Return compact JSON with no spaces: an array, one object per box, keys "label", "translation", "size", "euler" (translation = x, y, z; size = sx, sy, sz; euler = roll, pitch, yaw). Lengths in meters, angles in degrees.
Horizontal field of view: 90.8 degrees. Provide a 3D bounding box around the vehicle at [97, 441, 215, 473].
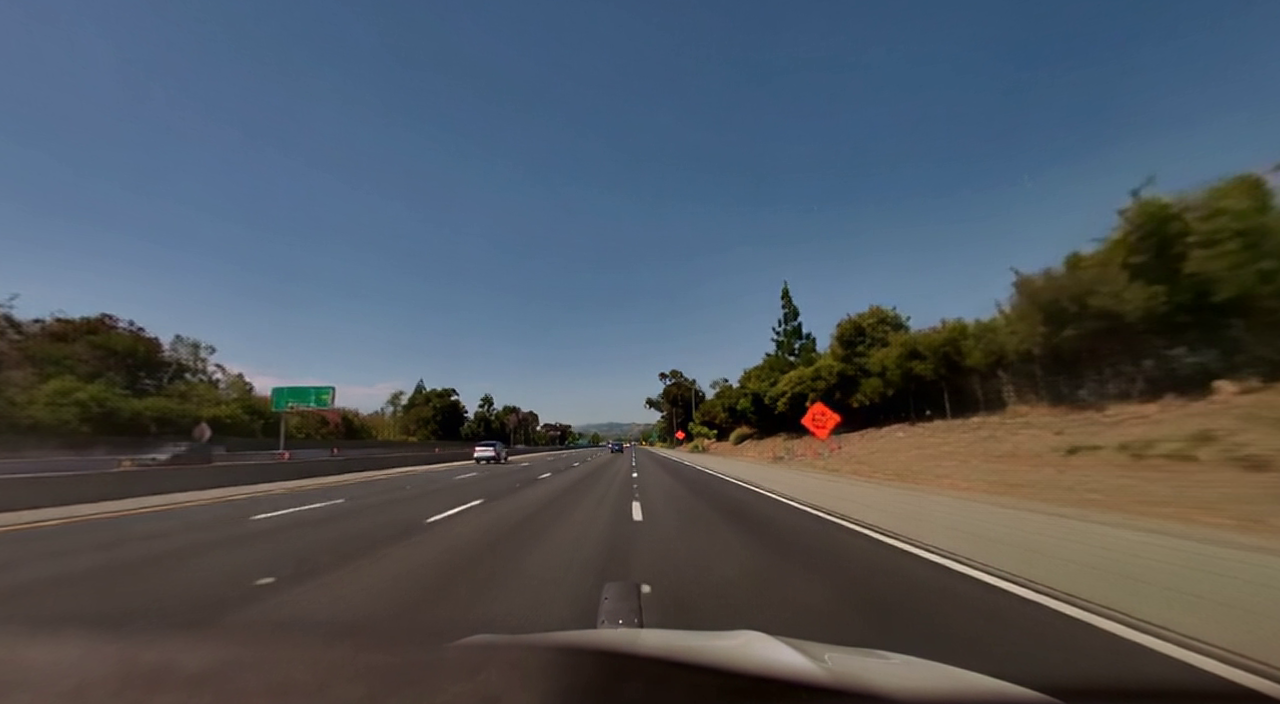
[{"label":"vehicle","translation":[-27.380,5.946,36.049],"size":[2.174,1.694,5.802],"euler":[0,-8,-1]}]
